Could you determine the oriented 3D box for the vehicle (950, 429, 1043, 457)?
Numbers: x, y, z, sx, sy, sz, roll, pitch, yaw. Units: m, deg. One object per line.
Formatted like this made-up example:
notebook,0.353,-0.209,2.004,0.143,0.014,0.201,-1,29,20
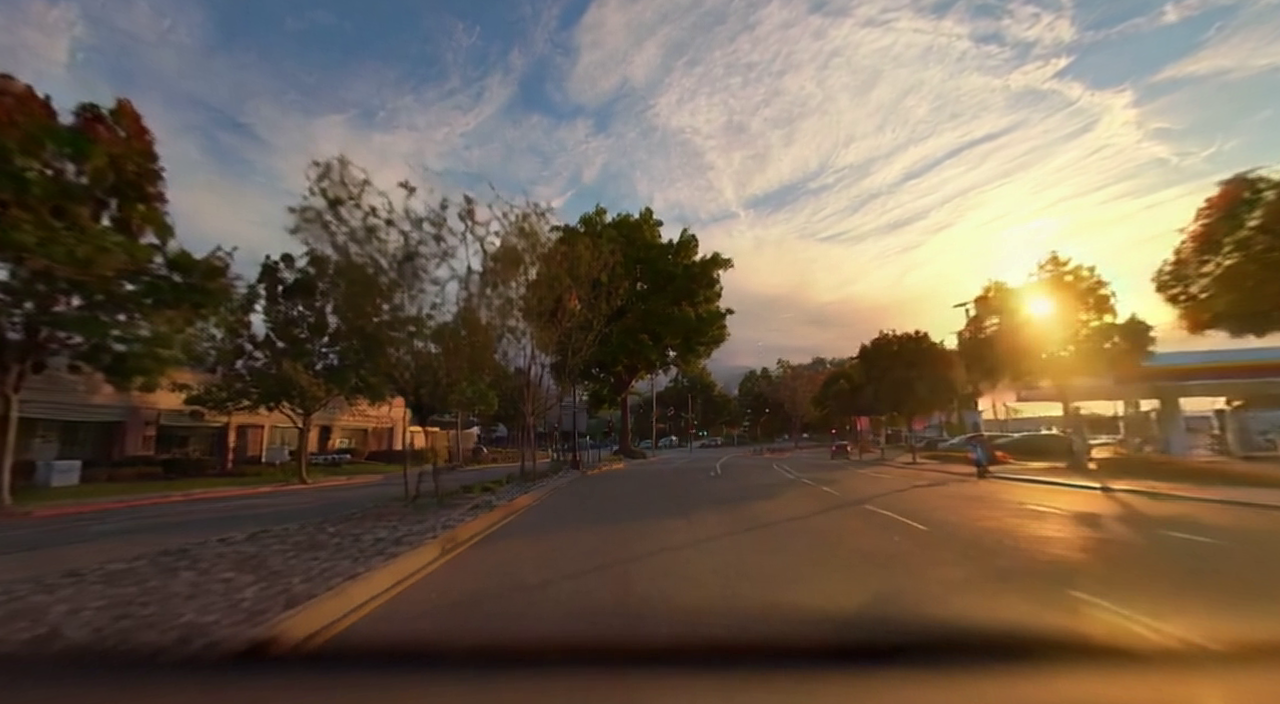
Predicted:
vehicle,23.735,6.096,42.380,2.239,1.742,5.364,2,-9,-14
